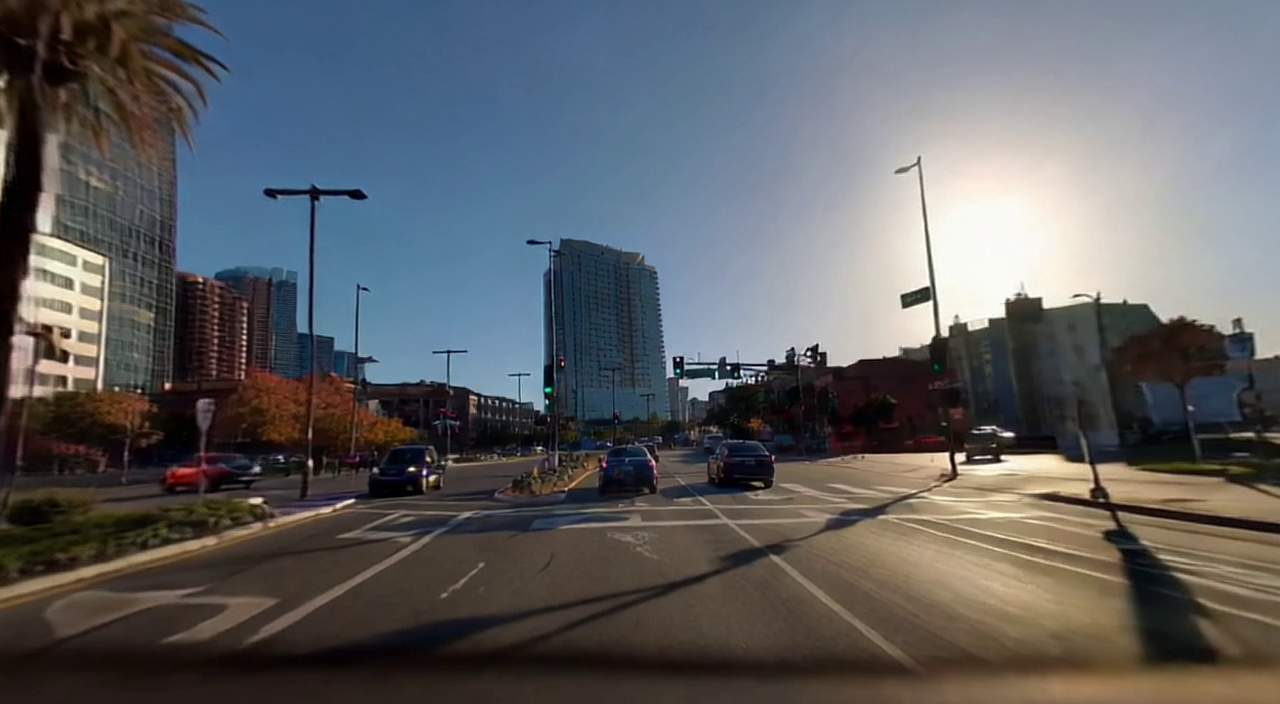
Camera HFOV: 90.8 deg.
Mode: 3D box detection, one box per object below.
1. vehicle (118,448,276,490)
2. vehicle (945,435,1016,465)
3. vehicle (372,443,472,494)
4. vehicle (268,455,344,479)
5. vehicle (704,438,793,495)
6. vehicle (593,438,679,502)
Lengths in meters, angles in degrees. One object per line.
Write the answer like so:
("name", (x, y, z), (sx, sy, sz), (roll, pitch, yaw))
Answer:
("vehicle", (-17.144, 4.538, 24.663), (4.641, 1.502, 1.882), (1, -9, -6))
("vehicle", (20.060, 5.814, 37.477), (1.959, 1.674, 4.706), (-1, -9, 6))
("vehicle", (-7.427, 3.842, 21.242), (1.977, 1.501, 4.435), (6, -10, -35))
("vehicle", (-22.061, 7.585, 41.912), (1.844, 1.478, 4.618), (-2, -9, 12))
("vehicle", (3.096, 3.354, 18.744), (1.909, 1.500, 3.524), (0, -9, -1))
("vehicle", (-0.111, 3.099, 16.981), (2.048, 1.503, 3.681), (0, -9, -1))
